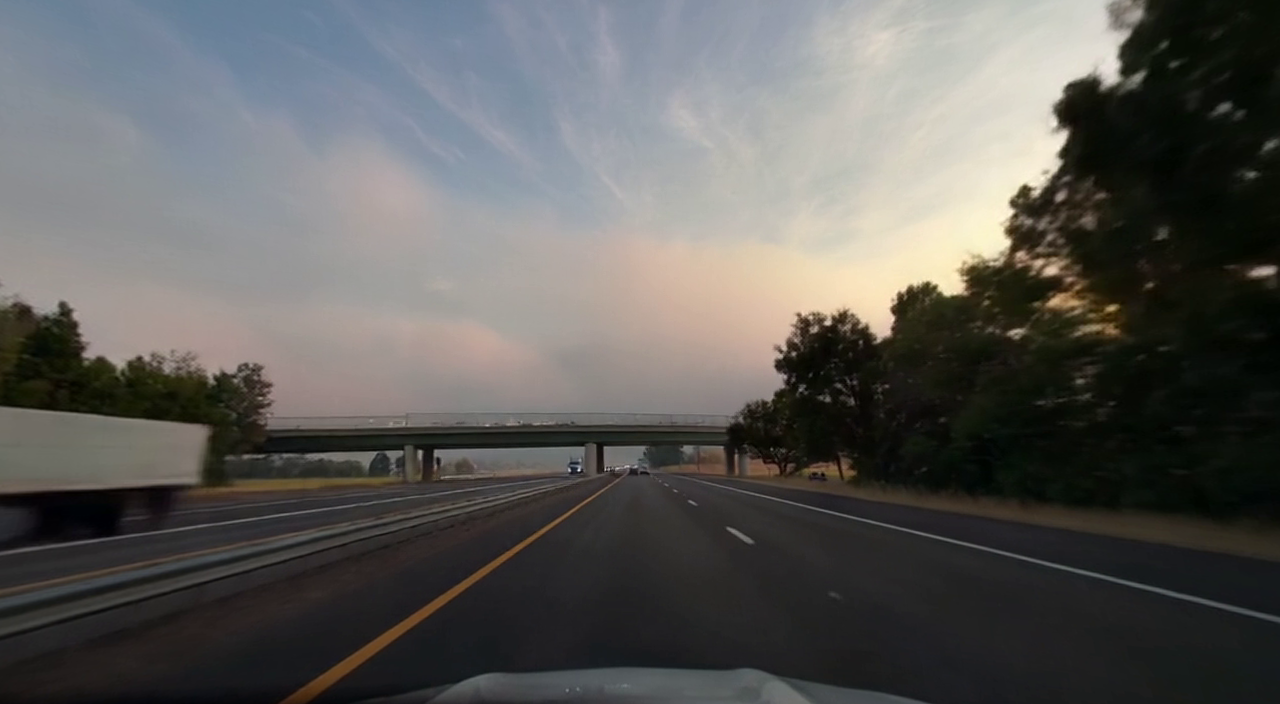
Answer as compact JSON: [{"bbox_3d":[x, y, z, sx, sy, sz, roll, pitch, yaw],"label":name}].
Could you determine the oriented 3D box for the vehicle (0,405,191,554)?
[{"bbox_3d":[-13.013,2.609,13.071,2.571,2.692,6.357,1,-11,0],"label":"vehicle"}]
